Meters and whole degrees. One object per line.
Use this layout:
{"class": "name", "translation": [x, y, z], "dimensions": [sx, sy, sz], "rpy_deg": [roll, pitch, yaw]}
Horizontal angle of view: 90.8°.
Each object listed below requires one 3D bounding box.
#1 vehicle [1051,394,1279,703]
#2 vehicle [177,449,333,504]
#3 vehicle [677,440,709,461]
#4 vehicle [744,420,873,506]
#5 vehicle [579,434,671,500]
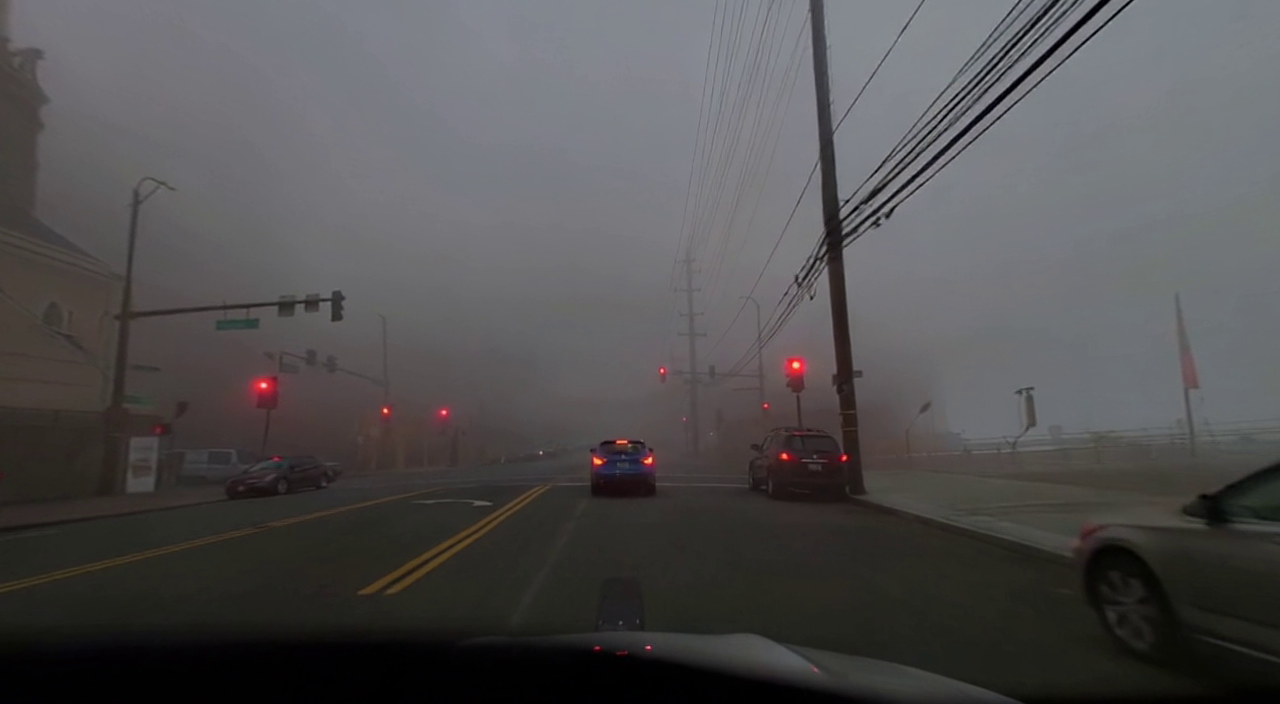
{"class": "vehicle", "translation": [3.913, 0.912, 2.423], "dimensions": [2.003, 1.524, 3.868], "rpy_deg": [0, -7, -1]}
{"class": "vehicle", "translation": [-11.991, 3.869, 20.164], "dimensions": [1.980, 1.502, 4.655], "rpy_deg": [-1, -9, 1]}
{"class": "vehicle", "translation": [3.938, 7.479, 47.858], "dimensions": [1.933, 1.479, 4.430], "rpy_deg": [0, -9, -1]}
{"class": "vehicle", "translation": [3.899, 2.658, 15.444], "dimensions": [2.015, 1.780, 4.261], "rpy_deg": [0, -9, 1]}
{"class": "vehicle", "translation": [-0.352, 2.885, 16.276], "dimensions": [2.049, 1.453, 4.299], "rpy_deg": [0, -9, -1]}
